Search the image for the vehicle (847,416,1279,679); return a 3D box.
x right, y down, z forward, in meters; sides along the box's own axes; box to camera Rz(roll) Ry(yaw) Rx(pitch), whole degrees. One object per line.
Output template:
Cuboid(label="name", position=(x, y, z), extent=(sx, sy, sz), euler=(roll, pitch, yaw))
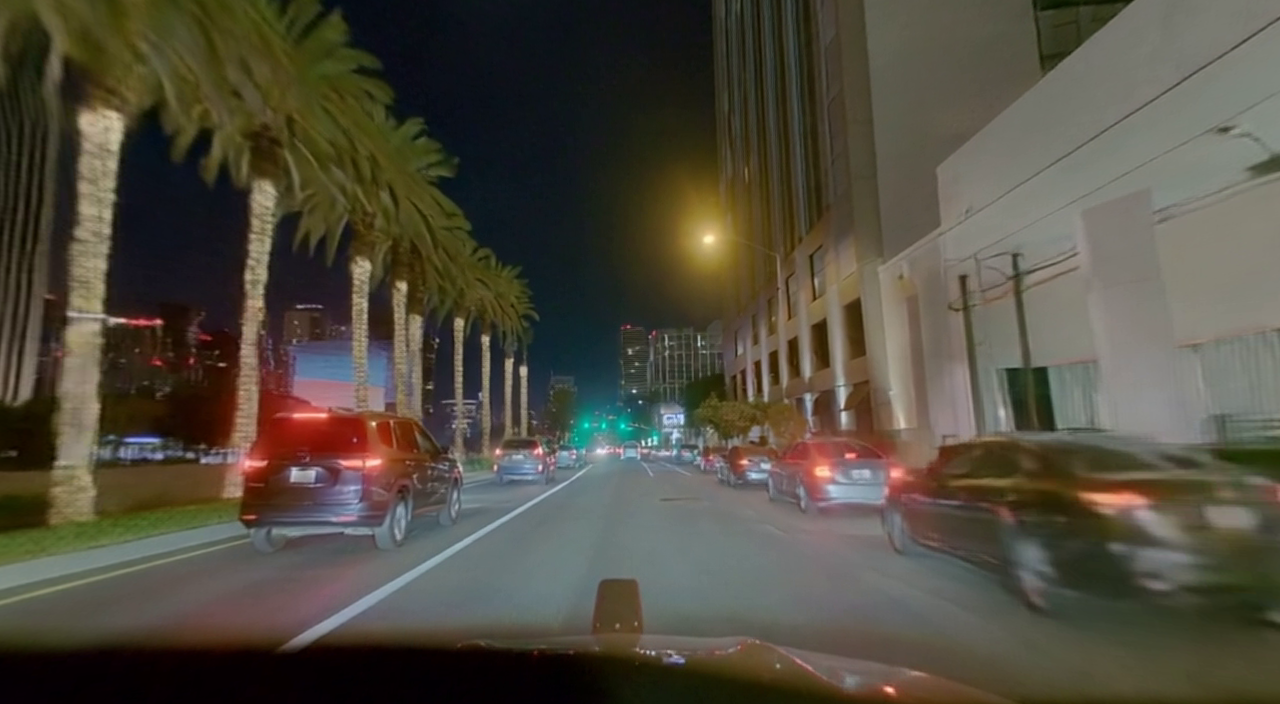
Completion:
Cuboid(label="vehicle", position=(3.950, 1.444, 6.000), extent=(2.138, 1.447, 4.793), euler=(0, -8, -3))

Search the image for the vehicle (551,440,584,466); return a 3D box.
Cuboid(label="vehicle", position=(-4.829, 6.759, 42.414), extent=(1.955, 1.637, 4.243), euler=(0, -8, -3))

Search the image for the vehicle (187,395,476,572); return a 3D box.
Cuboid(label="vehicle", position=(-3.710, 1.650, 8.611), extent=(1.800, 1.797, 4.224), euler=(0, -8, 0))

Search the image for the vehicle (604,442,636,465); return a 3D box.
Cuboid(label="vehicle", position=(-1.403, 6.860, 42.752), extent=(2.036, 1.461, 3.890), euler=(1, -8, -5))

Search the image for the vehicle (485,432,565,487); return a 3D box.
Cuboid(label="vehicle", position=(-3.949, 3.762, 22.394), extent=(2.014, 1.740, 4.392), euler=(0, -8, 0))

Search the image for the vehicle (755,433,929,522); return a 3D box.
Cuboid(label="vehicle", position=(3.841, 2.455, 12.986), extent=(1.925, 1.486, 4.744), euler=(0, -8, -1))
